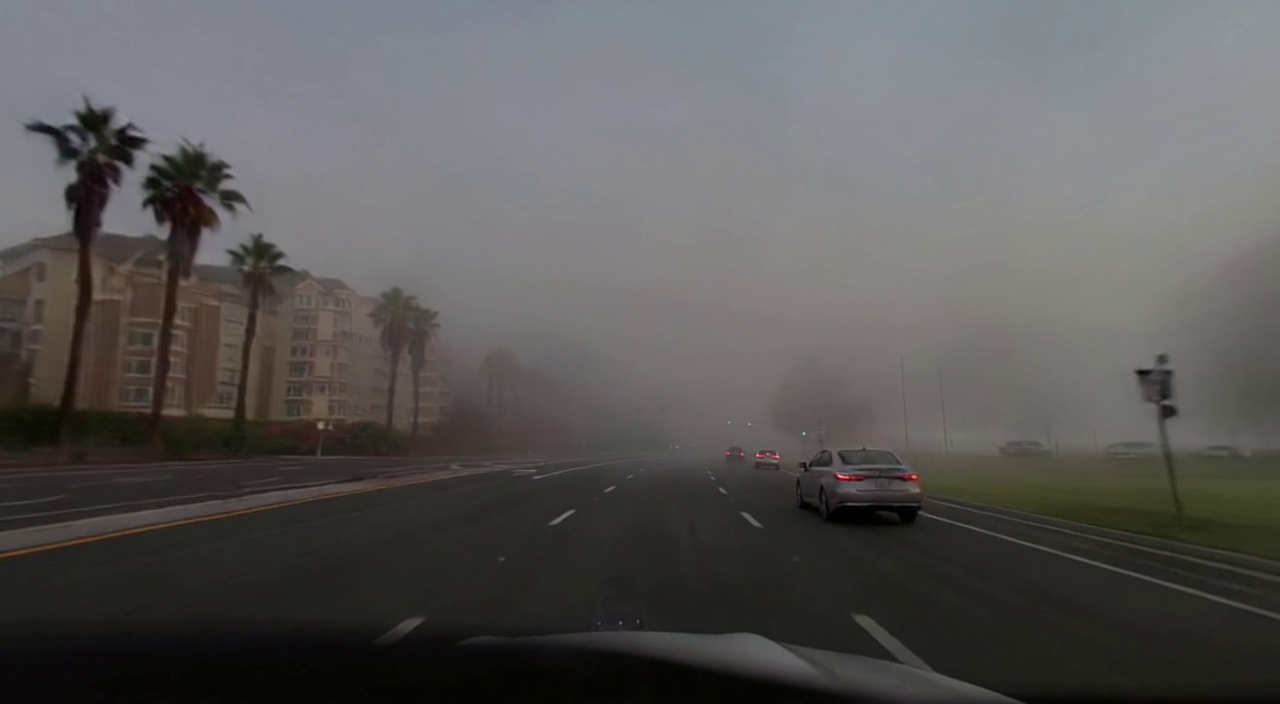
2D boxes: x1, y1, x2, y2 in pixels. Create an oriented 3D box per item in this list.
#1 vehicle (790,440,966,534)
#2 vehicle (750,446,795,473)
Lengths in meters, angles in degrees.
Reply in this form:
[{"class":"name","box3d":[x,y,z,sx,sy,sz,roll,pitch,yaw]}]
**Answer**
[{"class":"vehicle","box3d":[4.246,2.436,12.017,1.993,1.483,3.821,-1,-8,3]},{"class":"vehicle","box3d":[7.751,6.281,37.327,2.144,1.473,4.638,-1,-9,6]}]
